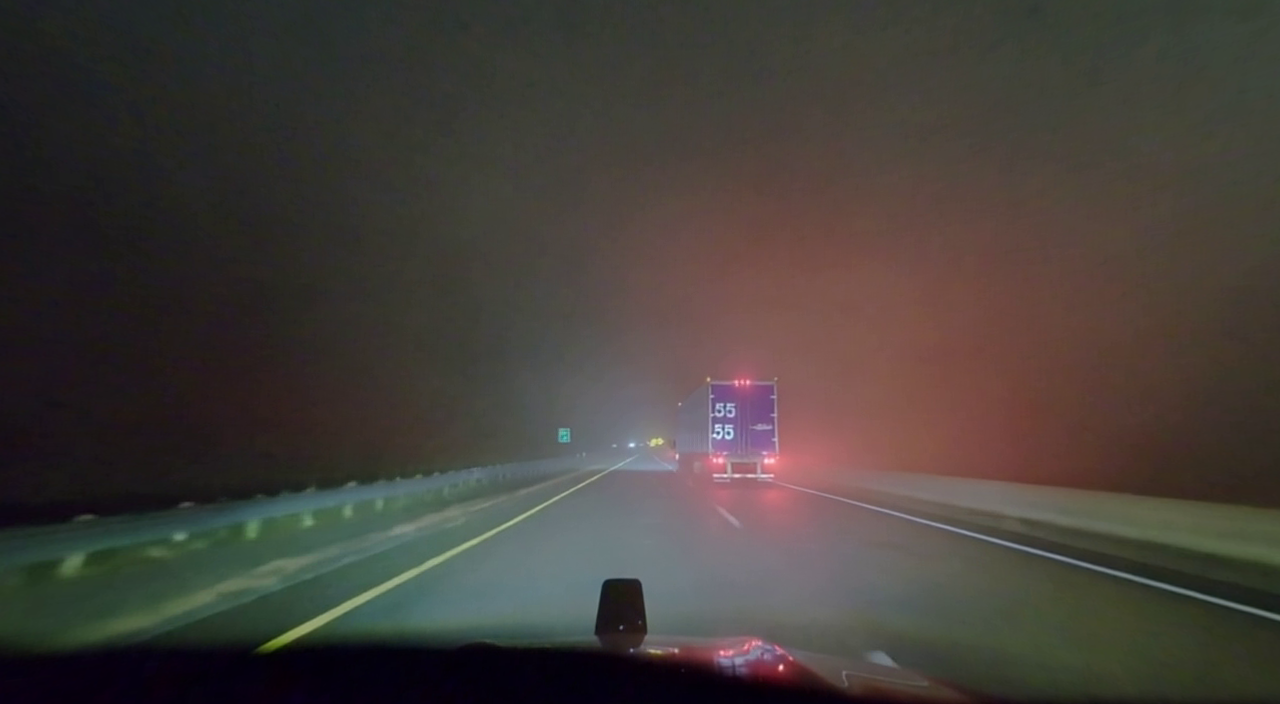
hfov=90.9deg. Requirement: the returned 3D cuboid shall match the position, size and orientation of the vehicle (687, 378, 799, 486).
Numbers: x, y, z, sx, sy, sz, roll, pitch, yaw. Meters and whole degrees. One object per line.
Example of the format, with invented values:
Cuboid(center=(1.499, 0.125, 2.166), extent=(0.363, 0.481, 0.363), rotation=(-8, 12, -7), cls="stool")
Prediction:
Cuboid(center=(3.939, 3.535, 26.995), extent=(3.107, 3.718, 10.231), rotation=(0, -9, 0), cls="vehicle")
